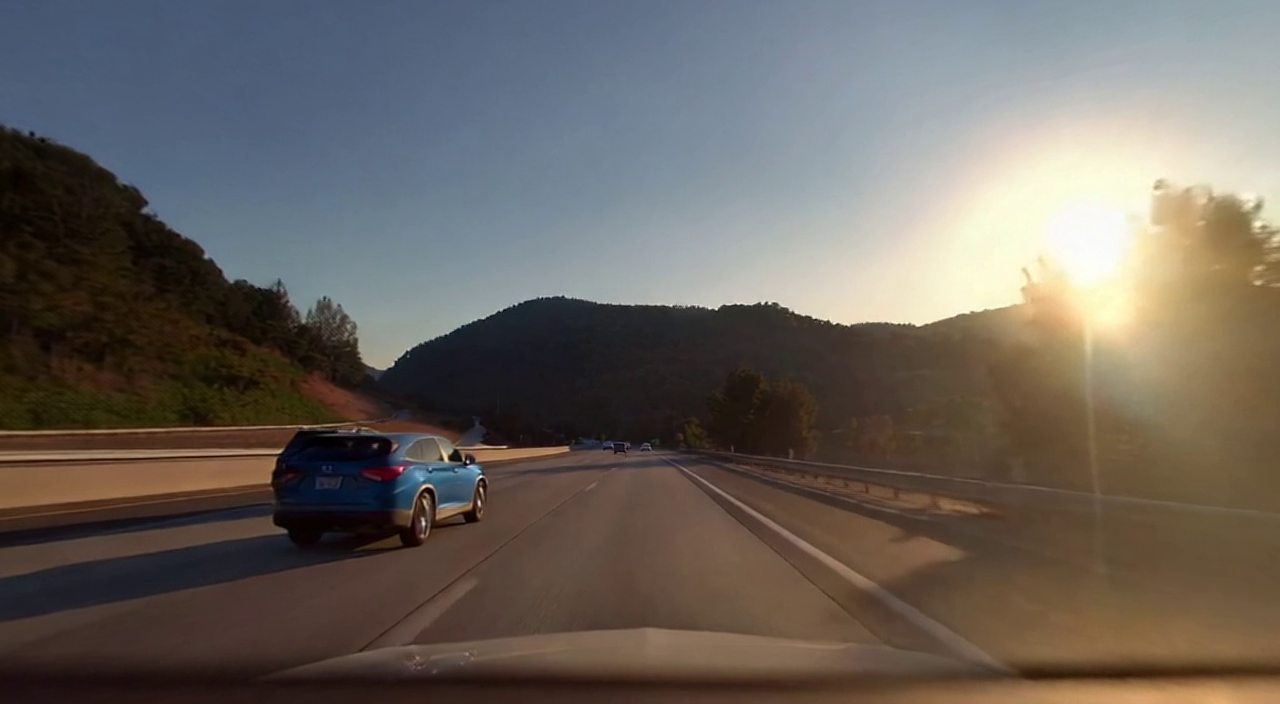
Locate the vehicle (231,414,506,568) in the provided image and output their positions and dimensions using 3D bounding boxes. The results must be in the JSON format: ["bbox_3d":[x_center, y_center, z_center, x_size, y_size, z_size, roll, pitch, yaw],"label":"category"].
[{"bbox_3d":[-3.411,1.833,9.061,1.983,1.663,4.290,0,-9,1],"label":"vehicle"}]
